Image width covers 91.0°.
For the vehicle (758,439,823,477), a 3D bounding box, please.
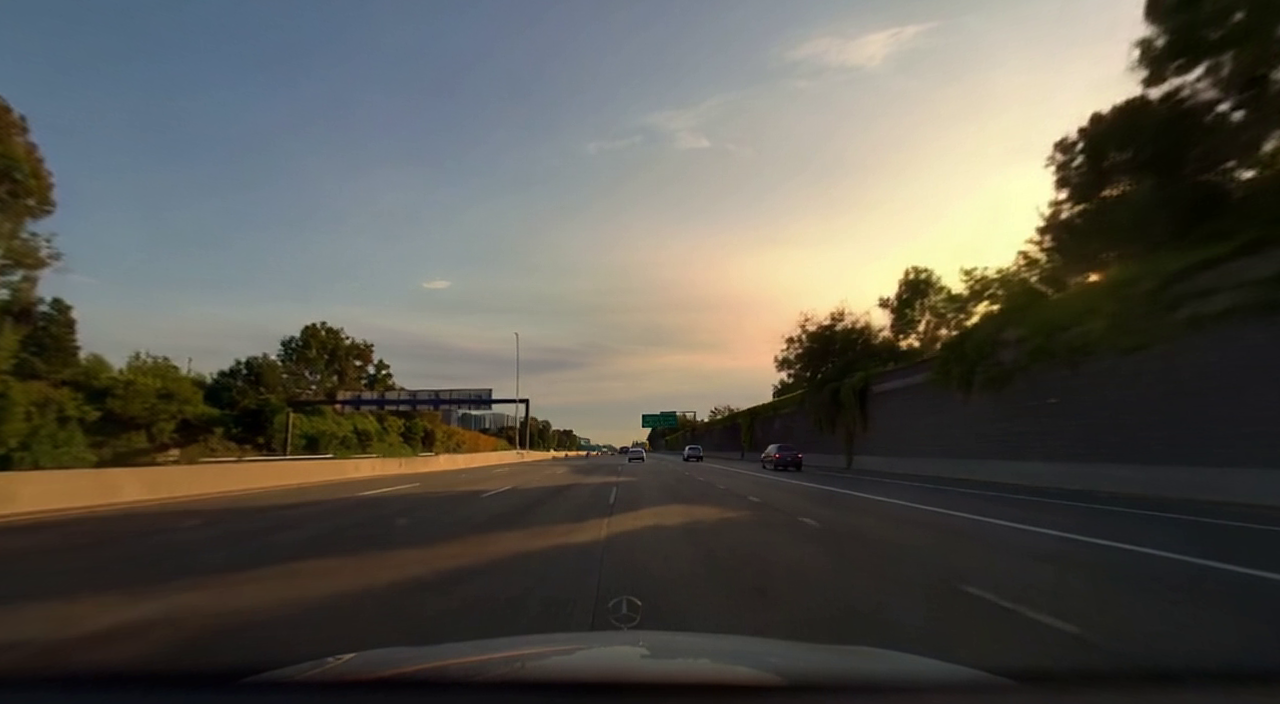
[{"bbox_3d":[7.684,5.451,32.564,2.167,1.781,4.340,0,-9,-1],"label":"vehicle"}]
